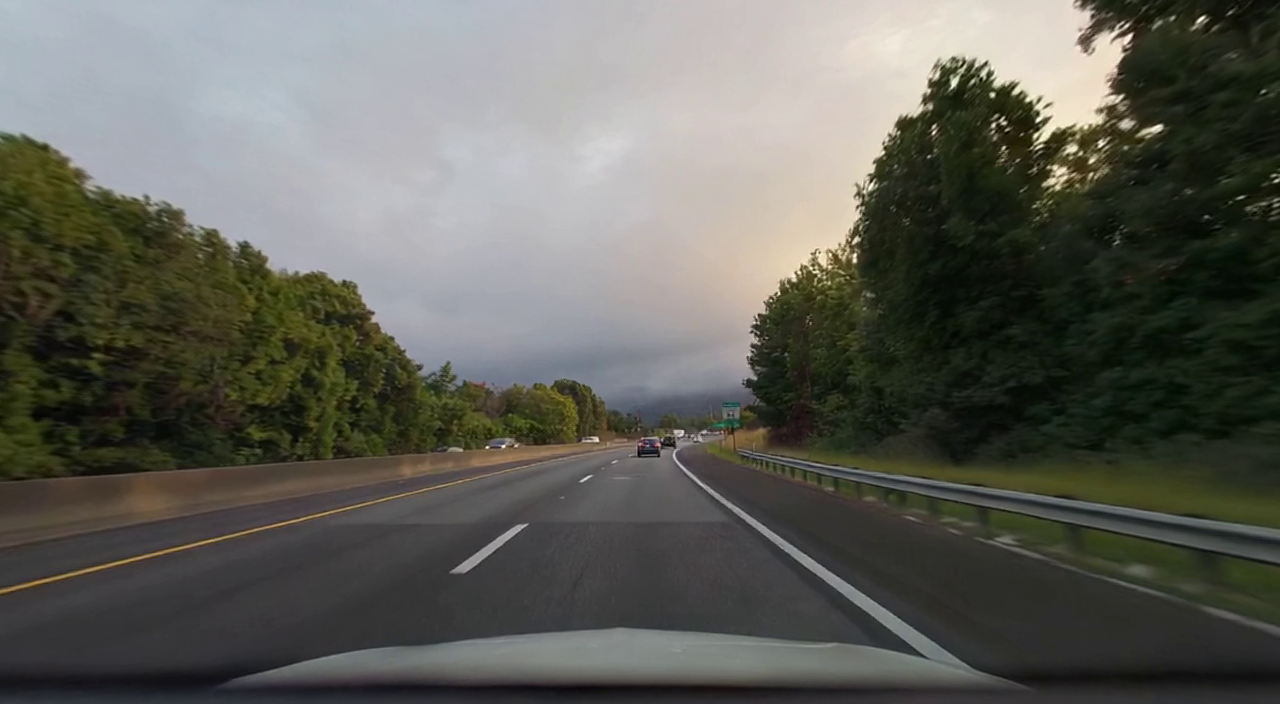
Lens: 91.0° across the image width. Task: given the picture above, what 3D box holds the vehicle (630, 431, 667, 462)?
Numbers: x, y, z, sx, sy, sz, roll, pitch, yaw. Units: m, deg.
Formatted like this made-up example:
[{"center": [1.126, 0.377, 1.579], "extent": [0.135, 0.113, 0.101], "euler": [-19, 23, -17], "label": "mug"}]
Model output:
[{"center": [0.550, 5.908, 39.441], "extent": [2.188, 1.825, 4.282], "euler": [-1, -8, 2], "label": "vehicle"}]
